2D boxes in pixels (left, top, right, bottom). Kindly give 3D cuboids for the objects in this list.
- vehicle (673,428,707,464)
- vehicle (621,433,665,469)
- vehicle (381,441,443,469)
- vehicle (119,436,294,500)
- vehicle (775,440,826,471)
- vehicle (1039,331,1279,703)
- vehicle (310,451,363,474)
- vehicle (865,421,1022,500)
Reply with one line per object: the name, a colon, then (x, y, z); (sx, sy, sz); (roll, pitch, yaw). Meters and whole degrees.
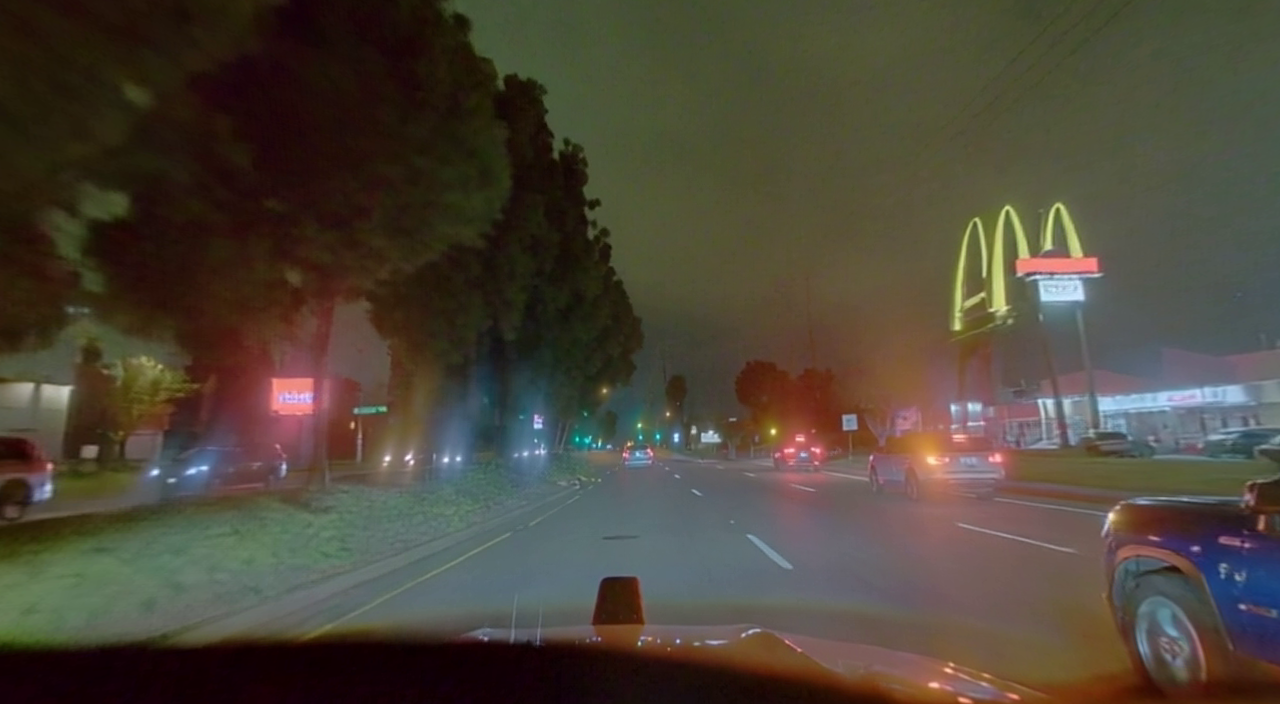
vehicle: (3.777, 7.169, 48.336); (2.239, 2.586, 4.586); (0, -8, 0)
vehicle: (0.142, 5.680, 36.363); (2.402, 1.938, 4.535); (0, -8, -1)
vehicle: (-14.493, 6.578, 40.395); (2.136, 1.676, 4.371); (-1, -9, 3)
vehicle: (-13.980, 3.739, 20.908); (2.159, 1.836, 5.038); (0, -8, 0)
vehicle: (8.477, 5.495, 33.631); (1.879, 1.517, 4.006); (-1, -8, 3)
vehicle: (3.534, 0.664, 1.654); (2.076, 1.716, 4.416); (0, -8, 0)
vehicle: (-21.856, 7.953, 45.688); (1.879, 1.520, 3.830); (0, -8, 1)
vehicle: (7.689, 2.789, 16.591); (1.977, 1.786, 4.344); (0, -8, 1)
